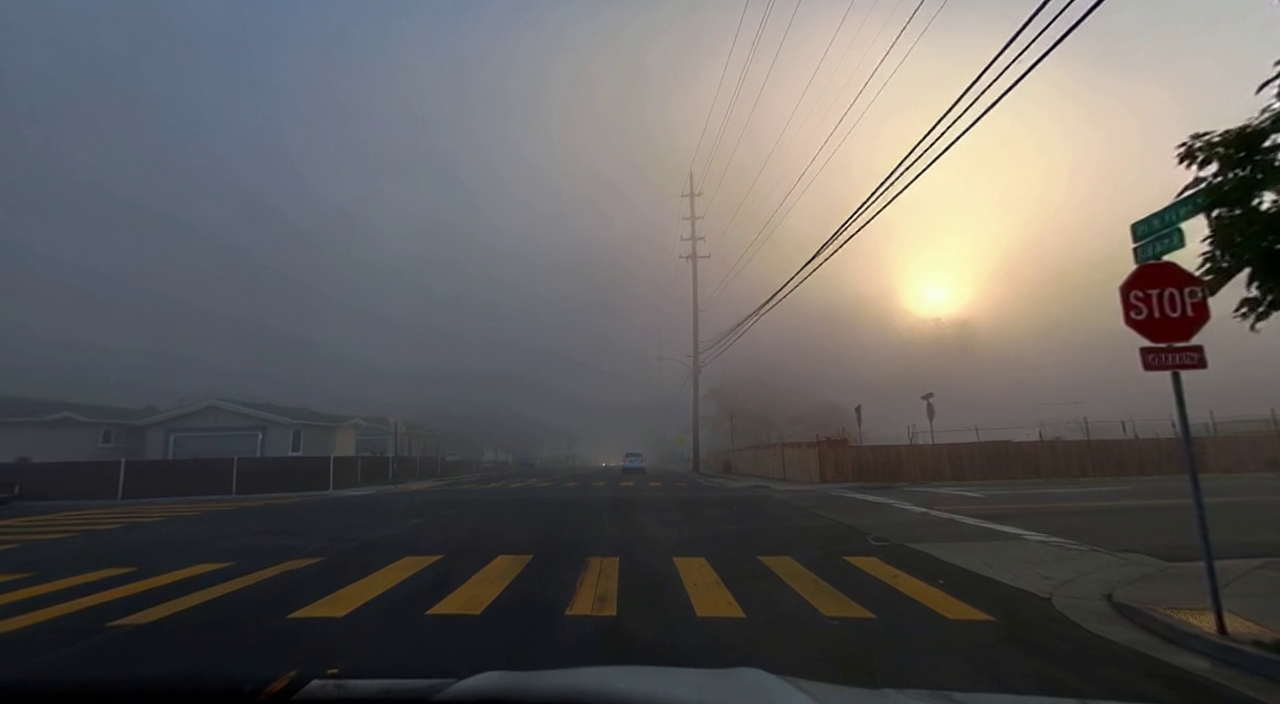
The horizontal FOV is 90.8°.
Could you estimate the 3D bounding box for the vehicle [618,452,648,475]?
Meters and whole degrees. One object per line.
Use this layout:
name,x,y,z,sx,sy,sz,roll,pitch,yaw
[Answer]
vehicle,-0.493,7.990,45.404,2.064,1.477,3.968,0,-9,0

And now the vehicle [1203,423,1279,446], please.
vehicle,44.576,6.053,46.033,2.251,1.596,5.193,-1,-8,0
